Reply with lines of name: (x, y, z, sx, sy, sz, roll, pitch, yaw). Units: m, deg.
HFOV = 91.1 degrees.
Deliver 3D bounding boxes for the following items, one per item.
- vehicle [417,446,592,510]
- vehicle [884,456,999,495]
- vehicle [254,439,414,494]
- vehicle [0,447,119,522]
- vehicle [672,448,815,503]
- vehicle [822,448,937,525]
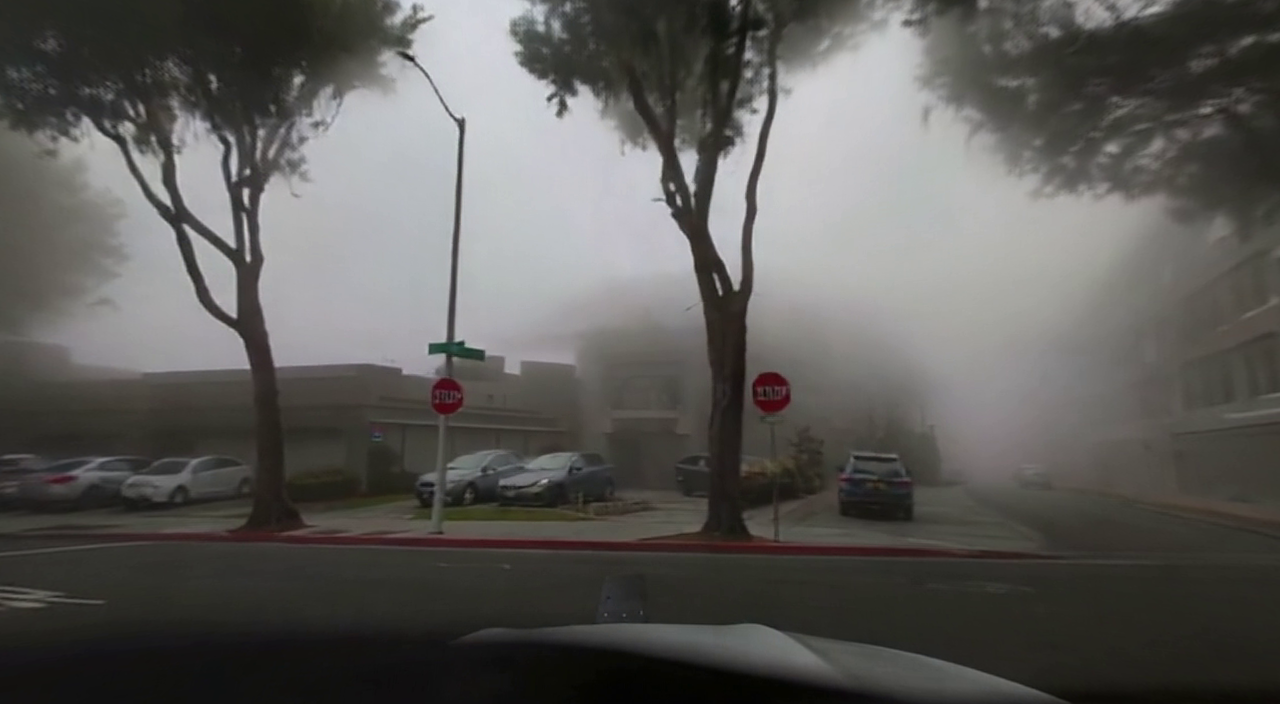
vehicle: (-4.058, 3.778, 19.148, 4.778, 1.753, 1.959, -1, -9, 12)
vehicle: (15.644, 6.367, 32.750, 5.004, 1.797, 1.946, -7, -12, 41)
vehicle: (-19.512, 7.226, 40.146, 9.384, 3.230, 2.928, -2, -9, 15)
vehicle: (-19.745, 3.958, 19.269, 6.027, 1.893, 2.282, 0, -8, 11)
vehicle: (4.225, 4.861, 25.146, 5.798, 1.920, 2.267, 7, -11, -37)
vehicle: (7.106, 3.972, 19.375, 2.305, 1.962, 5.685, -1, -9, 11)
